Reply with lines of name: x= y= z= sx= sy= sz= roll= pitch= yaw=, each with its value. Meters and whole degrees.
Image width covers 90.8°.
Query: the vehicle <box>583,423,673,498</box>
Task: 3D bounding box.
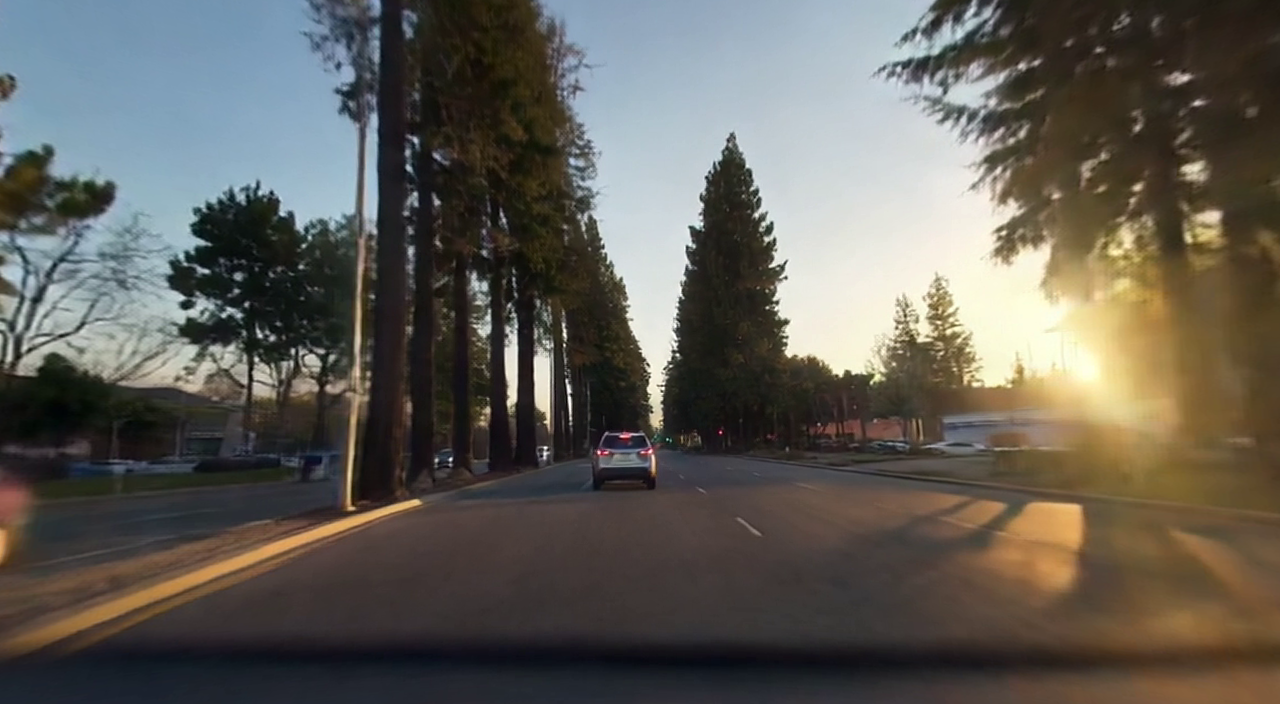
vehicle: x=-0.459 y=3.121 z=18.590 sx=2.300 sy=1.870 sz=4.936 roll=0 pitch=-8 yaw=-4

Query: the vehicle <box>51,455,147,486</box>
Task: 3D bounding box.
vehicle: x=-28.948 y=6.329 z=33.864 sx=3.520 sy=1.405 sz=1.750 roll=-2 pitch=-9 yaw=-1

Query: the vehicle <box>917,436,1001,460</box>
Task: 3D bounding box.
vehicle: x=20.695 y=6.242 z=41.137 sx=4.339 sy=1.456 sz=2.030 roll=0 pitch=-8 yaw=-3

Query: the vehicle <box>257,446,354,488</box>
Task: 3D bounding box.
vehicle: x=-16.349 y=5.600 z=31.189 sx=2.127 sy=1.836 sz=4.833 roll=0 pitch=-8 yaw=0

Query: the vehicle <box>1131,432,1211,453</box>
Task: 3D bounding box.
vehicle: x=39.822 y=6.802 z=47.441 sx=4.167 sy=1.455 sz=2.067 roll=0 pitch=-8 yaw=0
